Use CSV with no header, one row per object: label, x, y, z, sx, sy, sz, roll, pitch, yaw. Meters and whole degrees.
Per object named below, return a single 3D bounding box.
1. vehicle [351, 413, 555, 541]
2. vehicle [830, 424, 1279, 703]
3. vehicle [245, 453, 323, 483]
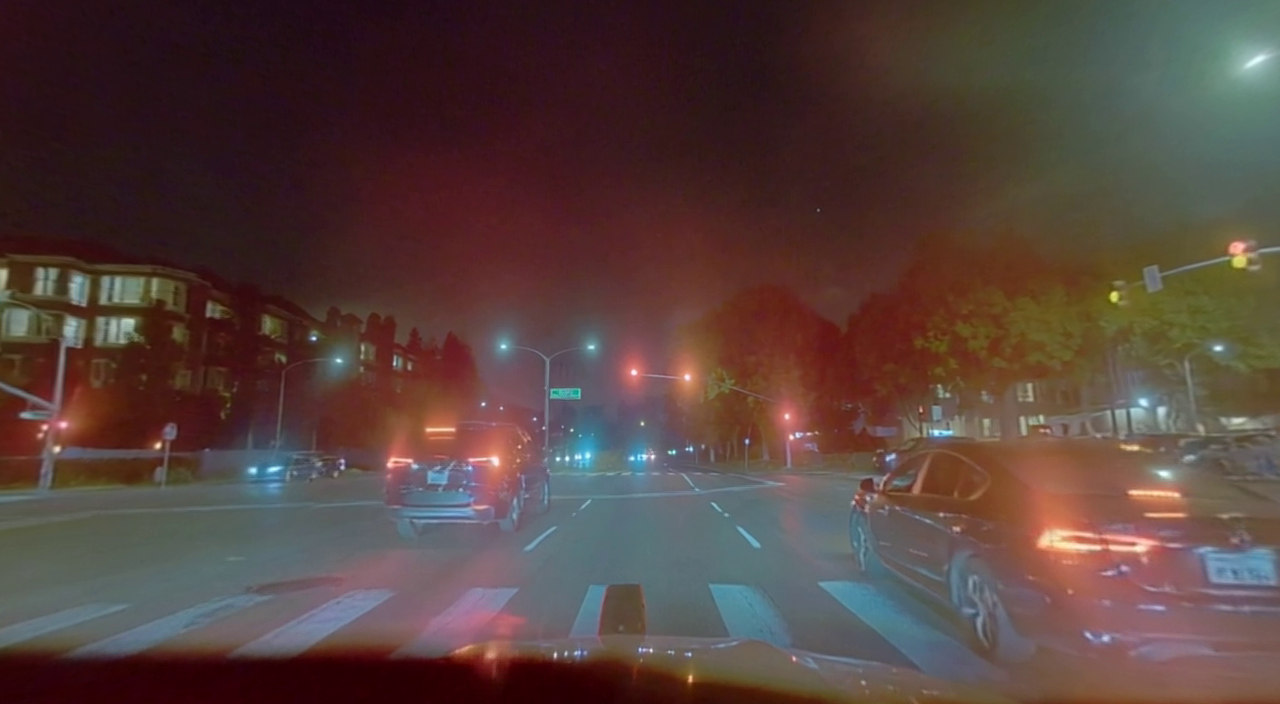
vehicle,-3.147,2.247,11.972,2.231,1.898,4.985,0,-8,1
vehicle,3.211,1.383,5.017,1.990,1.454,4.490,0,-8,0
vehicle,-22.082,7.197,39.206,1.908,1.642,4.910,0,-8,1
